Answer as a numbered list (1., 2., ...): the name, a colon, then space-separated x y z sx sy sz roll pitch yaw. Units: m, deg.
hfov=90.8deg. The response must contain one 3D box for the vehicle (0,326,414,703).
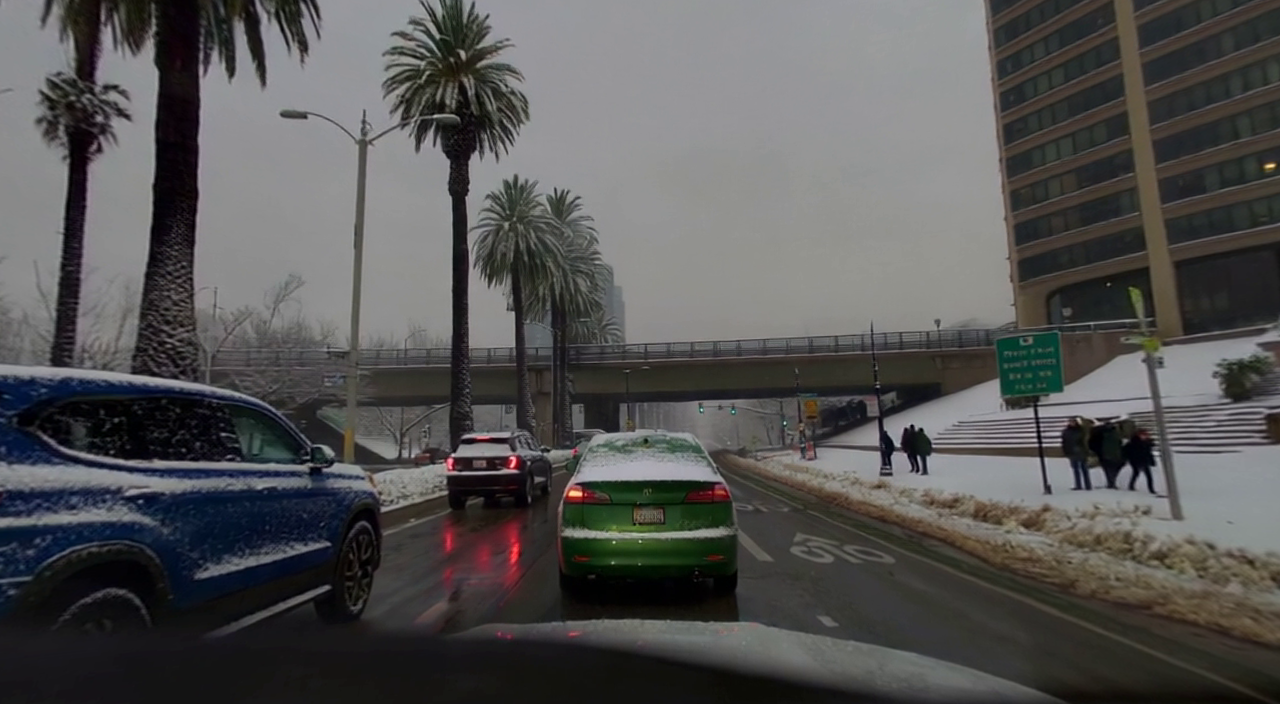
1. vehicle: -3.266 1.036 3.940 2.014 1.740 4.359 0 -8 1

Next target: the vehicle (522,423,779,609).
1. vehicle: 0.053 1.614 7.152 2.036 1.461 4.129 0 -8 -1

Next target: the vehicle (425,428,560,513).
1. vehicle: -3.135 2.609 14.385 1.955 1.637 4.032 0 -8 2
